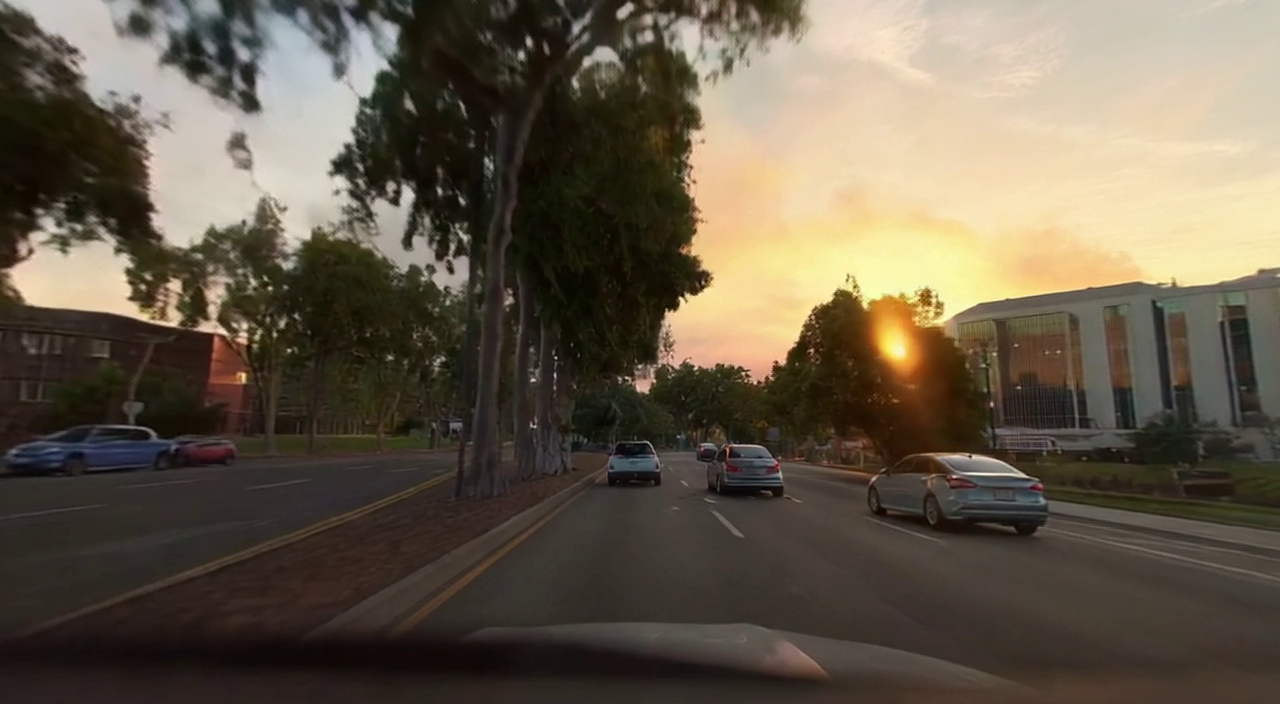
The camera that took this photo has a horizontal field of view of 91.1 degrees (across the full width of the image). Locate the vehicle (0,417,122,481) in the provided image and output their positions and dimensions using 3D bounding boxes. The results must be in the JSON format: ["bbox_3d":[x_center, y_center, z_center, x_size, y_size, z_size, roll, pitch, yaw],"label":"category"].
[{"bbox_3d":[-19.089,2.993,19.399,1.903,1.768,4.985,0,-8,0],"label":"vehicle"}]

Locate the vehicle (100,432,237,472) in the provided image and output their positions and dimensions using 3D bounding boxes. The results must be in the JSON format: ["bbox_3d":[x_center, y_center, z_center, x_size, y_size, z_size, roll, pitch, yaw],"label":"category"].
[{"bbox_3d":[-18.950,4.043,25.600,1.851,1.477,4.891,0,-8,-1],"label":"vehicle"}]

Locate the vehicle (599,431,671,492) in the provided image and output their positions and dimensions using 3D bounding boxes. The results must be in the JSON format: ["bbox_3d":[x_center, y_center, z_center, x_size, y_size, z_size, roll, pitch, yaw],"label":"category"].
[{"bbox_3d":[-0.146,3.388,19.726,2.008,1.674,4.239,0,-8,0],"label":"vehicle"}]

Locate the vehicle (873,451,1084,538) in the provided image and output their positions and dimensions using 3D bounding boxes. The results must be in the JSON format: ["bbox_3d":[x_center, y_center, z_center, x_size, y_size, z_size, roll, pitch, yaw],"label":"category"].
[{"bbox_3d":[6.708,2.825,13.120,1.944,1.458,4.268,0,-8,-1],"label":"vehicle"}]

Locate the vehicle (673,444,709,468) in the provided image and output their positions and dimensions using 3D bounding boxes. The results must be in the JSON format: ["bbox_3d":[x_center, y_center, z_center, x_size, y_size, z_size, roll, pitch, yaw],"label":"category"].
[{"bbox_3d":[3.363,6.938,42.070,2.012,1.462,4.163,0,-8,-1],"label":"vehicle"}]

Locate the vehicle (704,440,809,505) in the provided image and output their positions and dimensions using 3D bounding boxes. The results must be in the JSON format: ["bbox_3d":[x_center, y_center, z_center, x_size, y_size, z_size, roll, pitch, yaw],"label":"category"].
[{"bbox_3d":[2.960,3.162,16.913,1.932,1.510,4.168,0,-8,-1],"label":"vehicle"}]
